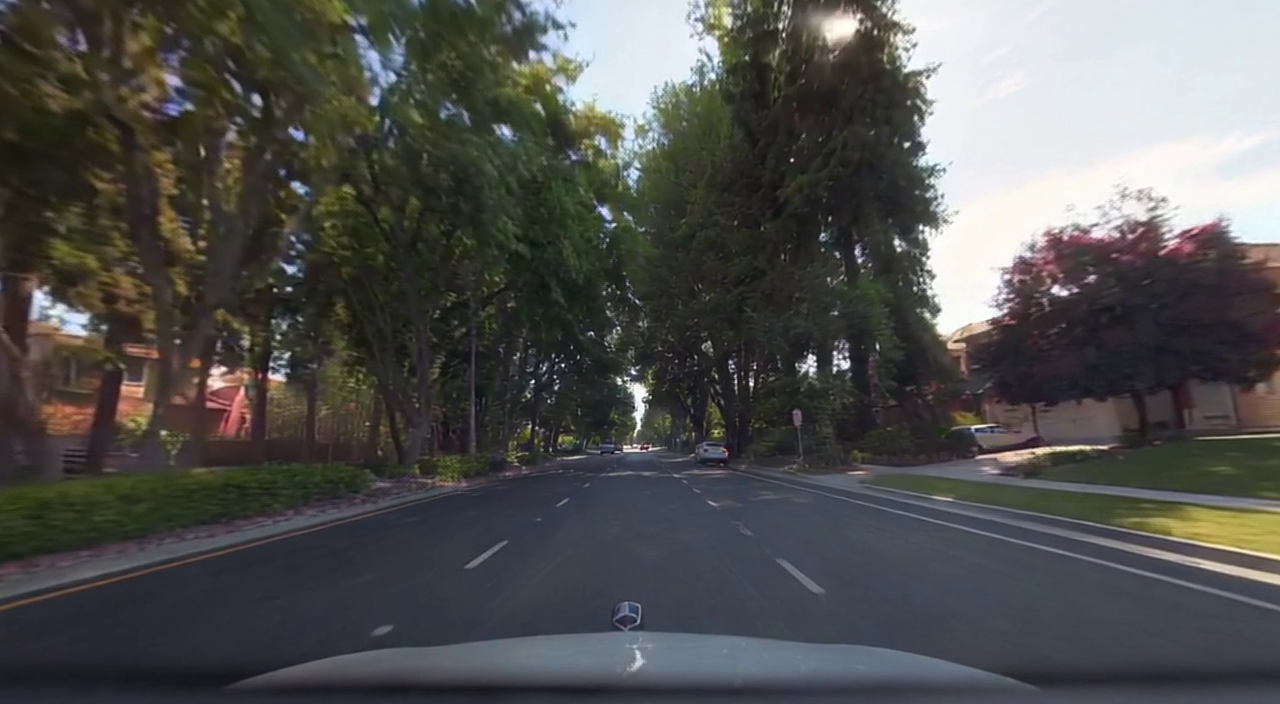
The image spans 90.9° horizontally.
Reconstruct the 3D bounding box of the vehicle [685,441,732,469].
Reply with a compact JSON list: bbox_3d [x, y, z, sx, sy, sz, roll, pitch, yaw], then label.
[{"bbox_3d":[4.044,6.183,37.980,2.237,1.578,4.621,0,-8,-1],"label":"vehicle"}]
